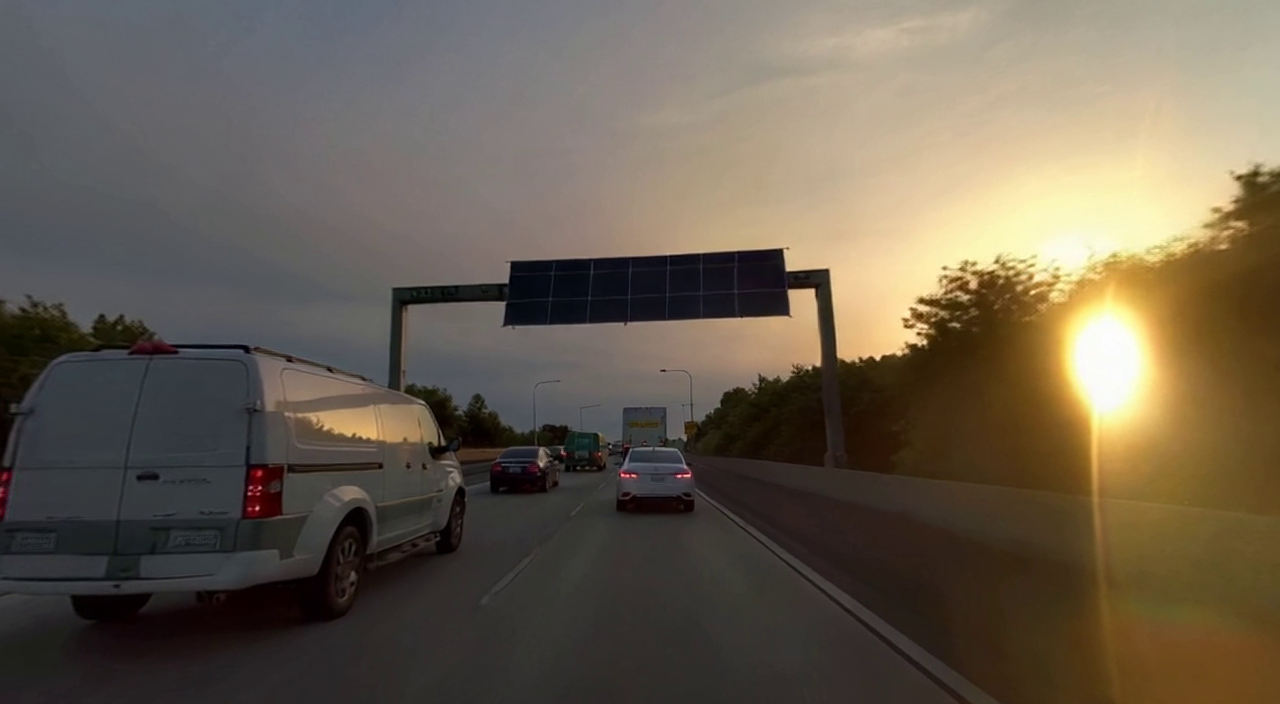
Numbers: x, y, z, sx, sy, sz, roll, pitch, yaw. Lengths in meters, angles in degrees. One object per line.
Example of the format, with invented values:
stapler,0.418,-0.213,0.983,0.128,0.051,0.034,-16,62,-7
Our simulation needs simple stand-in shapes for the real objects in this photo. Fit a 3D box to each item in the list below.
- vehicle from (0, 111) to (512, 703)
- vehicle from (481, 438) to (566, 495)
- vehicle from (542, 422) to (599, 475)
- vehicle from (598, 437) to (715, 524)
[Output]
vehicle,-3.019,0.874,5.742,2.289,2.757,6.726,0,-9,0
vehicle,-3.649,3.648,20.433,1.963,1.627,3.849,0,-9,1
vehicle,-3.668,5.322,34.697,2.290,2.613,5.975,0,-9,2
vehicle,0.268,2.545,12.960,2.063,1.507,3.488,0,-9,-1
